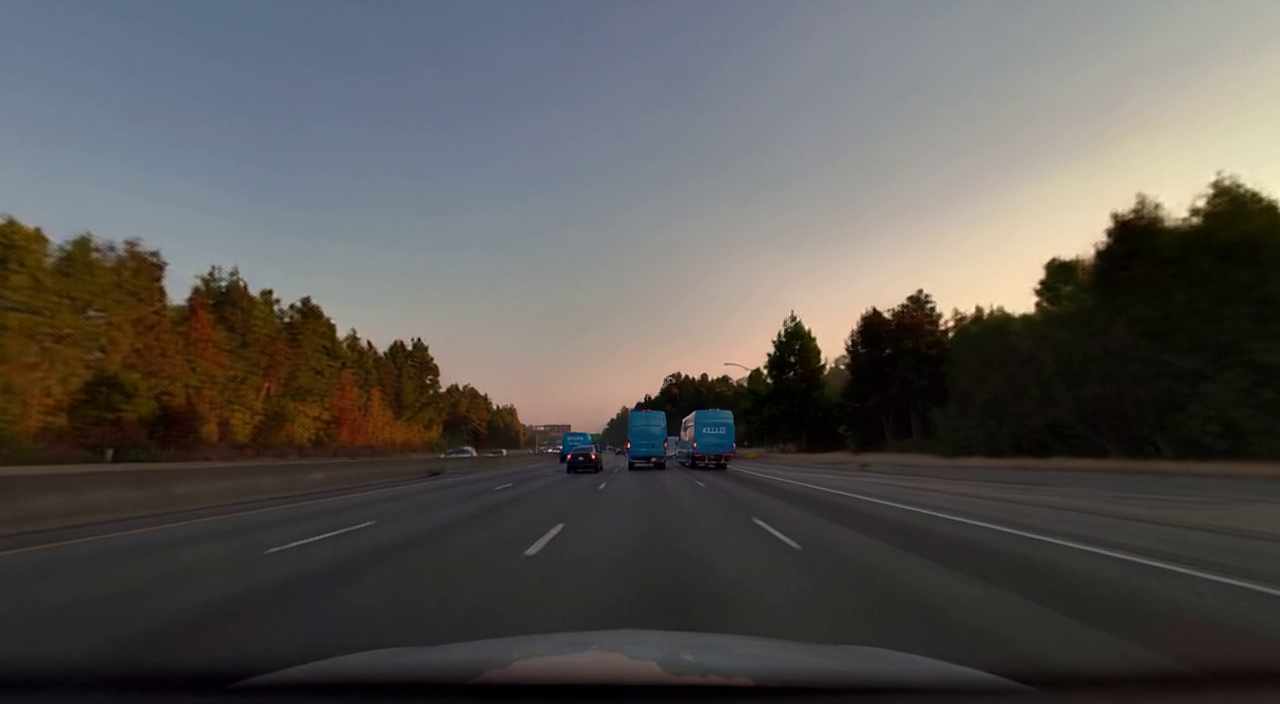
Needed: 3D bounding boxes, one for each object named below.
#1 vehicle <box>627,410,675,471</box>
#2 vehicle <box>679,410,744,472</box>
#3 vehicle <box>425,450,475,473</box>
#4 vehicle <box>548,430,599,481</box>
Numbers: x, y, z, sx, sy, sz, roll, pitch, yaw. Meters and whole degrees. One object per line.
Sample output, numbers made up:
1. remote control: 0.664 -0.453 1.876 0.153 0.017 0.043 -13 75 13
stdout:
1. vehicle: 0.692 6.755 47.548 3.201 4.019 10.918 0 -9 0
2. vehicle: 5.139 6.987 48.856 3.319 4.075 14.516 0 -9 0
3. vehicle: -12.857 7.398 42.877 1.901 1.465 4.583 0 -9 1
4. vehicle: -3.108 4.917 30.099 2.033 2.234 3.490 0 -9 0
